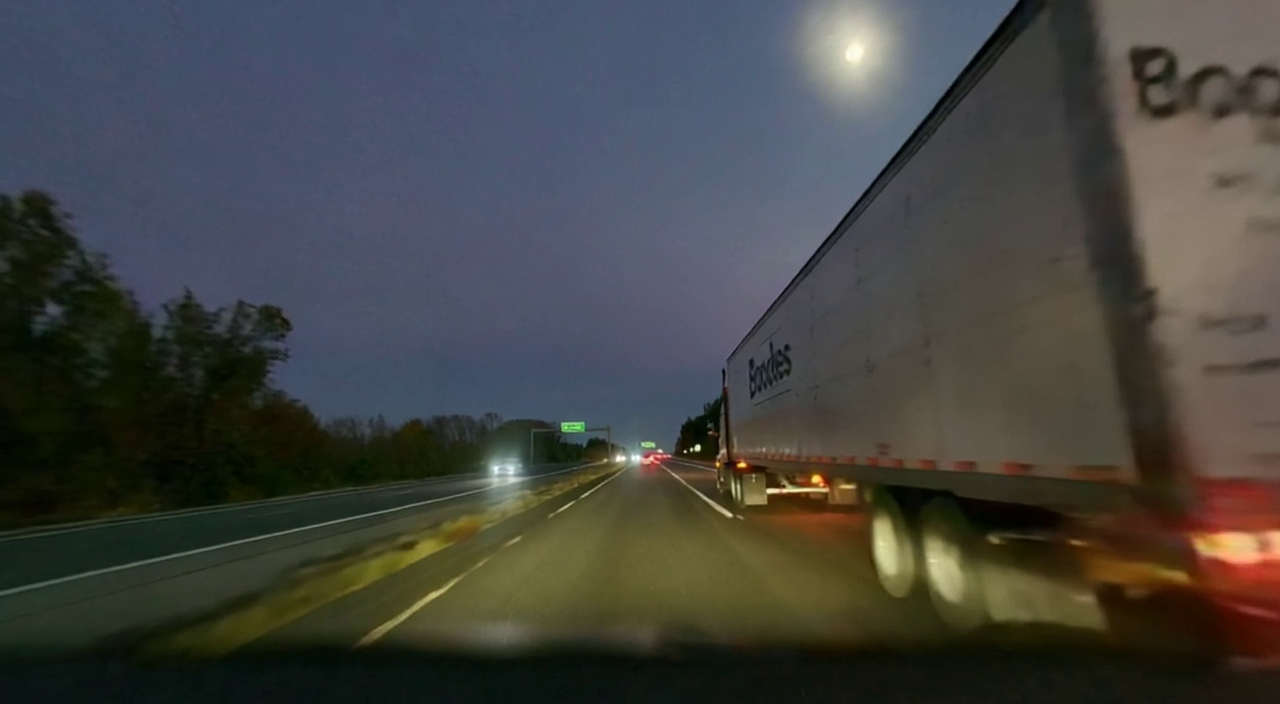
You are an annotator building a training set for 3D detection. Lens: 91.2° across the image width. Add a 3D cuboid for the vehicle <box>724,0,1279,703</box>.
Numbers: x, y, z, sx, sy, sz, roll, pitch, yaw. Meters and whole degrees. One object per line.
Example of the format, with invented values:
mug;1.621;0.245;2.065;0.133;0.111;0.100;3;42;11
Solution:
vehicle;4.236;0.857;10.303;3.537;4.071;17.399;-1;-9;1
